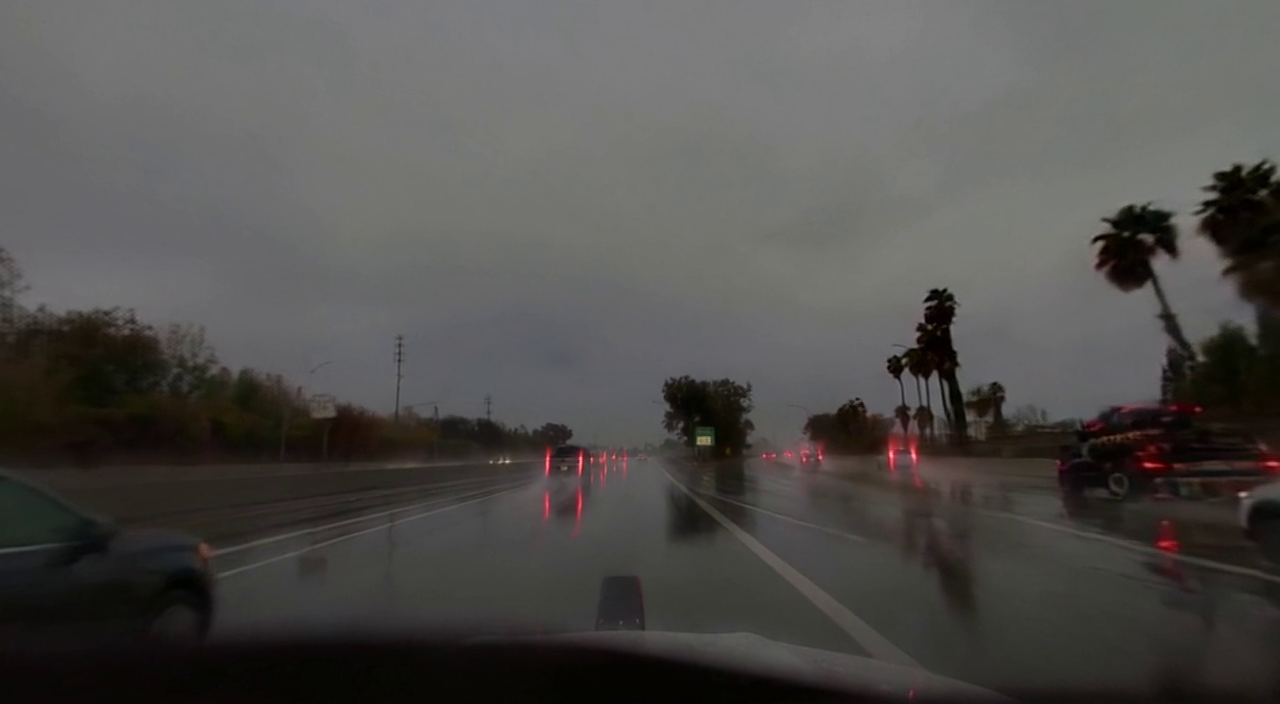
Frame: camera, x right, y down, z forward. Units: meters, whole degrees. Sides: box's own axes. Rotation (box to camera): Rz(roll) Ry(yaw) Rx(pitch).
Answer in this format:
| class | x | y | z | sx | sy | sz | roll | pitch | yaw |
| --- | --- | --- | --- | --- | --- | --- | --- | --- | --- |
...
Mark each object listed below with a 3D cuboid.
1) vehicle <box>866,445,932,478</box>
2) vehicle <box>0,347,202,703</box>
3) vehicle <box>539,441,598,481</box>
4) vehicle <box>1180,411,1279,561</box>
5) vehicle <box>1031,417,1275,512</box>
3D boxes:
| class | x | y | z | sx | sy | sz | roll | pitch | yaw |
| --- | --- | --- | --- | --- | --- | --- | --- | --- | --- |
| vehicle | 14.886 | 6.320 | 36.537 | 1.991 | 1.755 | 4.836 | -1 | -9 | 4 |
| vehicle | -3.946 | 0.678 | 1.601 | 2.162 | 1.747 | 4.791 | 0 | -9 | 0 |
| vehicle | -3.701 | 5.779 | 33.776 | 2.420 | 1.937 | 5.916 | 0 | -9 | 0 |
| vehicle | 8.777 | 1.419 | 6.333 | 2.303 | 1.791 | 5.247 | -1 | -9 | 5 |
| vehicle | 13.312 | 2.970 | 17.023 | 2.330 | 2.132 | 5.338 | -1 | -9 | 5 |
